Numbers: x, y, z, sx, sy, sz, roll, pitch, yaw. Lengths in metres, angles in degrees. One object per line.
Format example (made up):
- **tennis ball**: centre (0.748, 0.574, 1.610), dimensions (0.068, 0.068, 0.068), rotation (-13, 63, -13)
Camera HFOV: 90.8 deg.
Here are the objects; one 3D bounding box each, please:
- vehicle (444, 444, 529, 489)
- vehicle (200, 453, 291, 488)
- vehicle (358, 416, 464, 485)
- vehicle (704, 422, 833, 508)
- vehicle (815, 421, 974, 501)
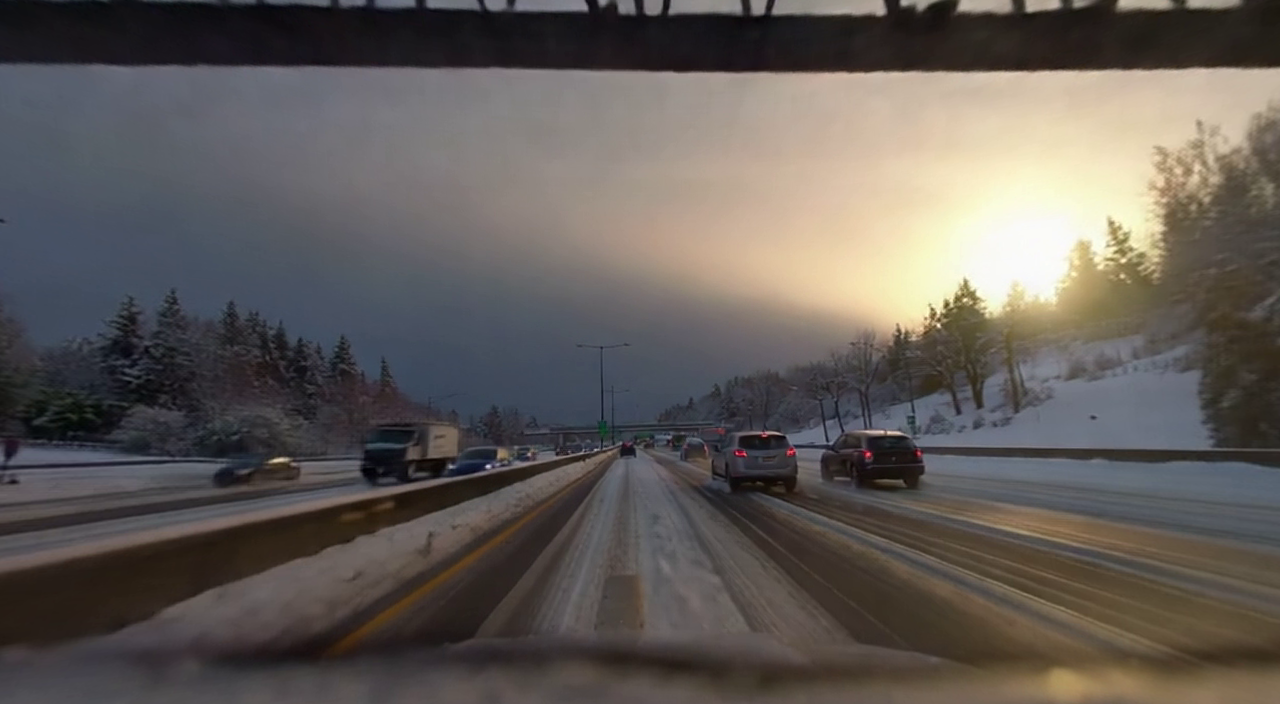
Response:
- **vehicle**: centre (-5.604, 4.229, 23.727), dimensions (2.026, 1.474, 4.578), rotation (0, -9, 0)
- **vehicle**: centre (-20.670, 6.201, 33.370), dimensions (1.957, 1.674, 4.417), rotation (0, -9, 0)
- **vehicle**: centre (-10.078, 4.444, 28.595), dimensions (2.307, 2.726, 6.596), rotation (0, -9, 0)
- **vehicle**: centre (2.826, 2.613, 14.976), dimensions (2.059, 1.711, 4.302), rotation (0, -9, -1)
- **vehicle**: centre (6.488, 2.844, 16.901), dimensions (2.040, 1.801, 4.959), rotation (0, -9, -2)
